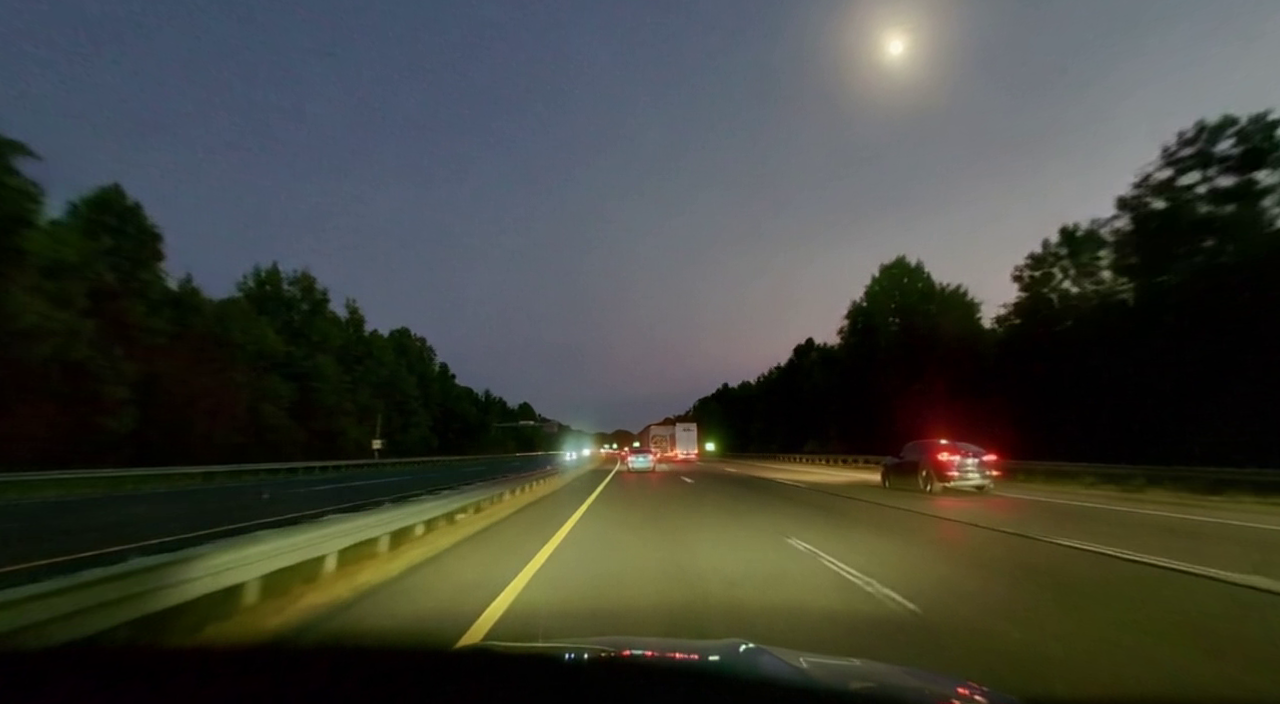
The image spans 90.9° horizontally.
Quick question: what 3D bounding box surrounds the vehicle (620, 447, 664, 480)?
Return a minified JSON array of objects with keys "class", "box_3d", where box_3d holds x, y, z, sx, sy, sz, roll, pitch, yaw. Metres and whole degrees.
[{"class":"vehicle","box_3d":[0.076,5.481,31.338,2.069,1.523,4.012,0,-9,0]}]
